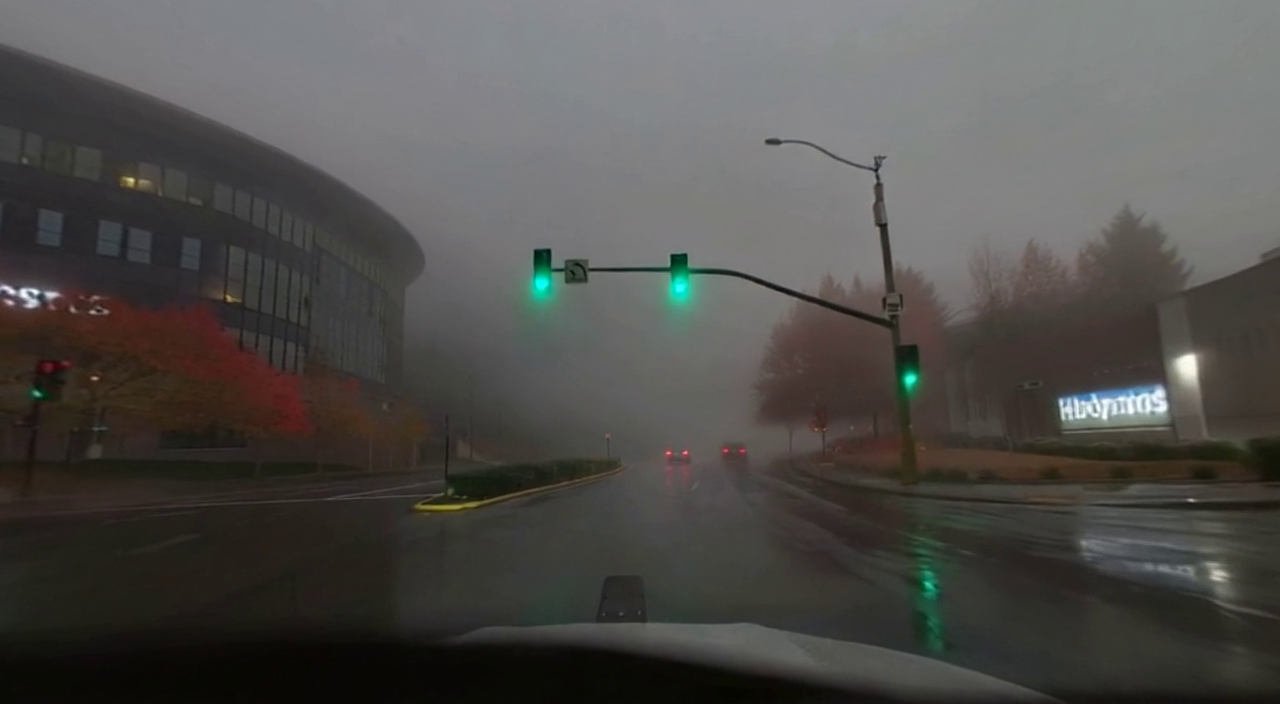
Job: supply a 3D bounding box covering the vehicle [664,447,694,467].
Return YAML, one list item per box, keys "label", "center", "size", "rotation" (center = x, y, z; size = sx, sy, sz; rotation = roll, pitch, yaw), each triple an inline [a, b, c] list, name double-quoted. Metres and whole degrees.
- label: "vehicle"
  center: [3.135, 8.291, 49.855]
  size: [2.014, 1.525, 4.197]
  rotation: [-1, -9, 8]

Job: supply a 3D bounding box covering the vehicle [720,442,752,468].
- label: "vehicle"
  center: [7.002, 7.578, 46.471]
  size: [2.174, 1.749, 4.739]
  rotation: [-1, -9, 7]
